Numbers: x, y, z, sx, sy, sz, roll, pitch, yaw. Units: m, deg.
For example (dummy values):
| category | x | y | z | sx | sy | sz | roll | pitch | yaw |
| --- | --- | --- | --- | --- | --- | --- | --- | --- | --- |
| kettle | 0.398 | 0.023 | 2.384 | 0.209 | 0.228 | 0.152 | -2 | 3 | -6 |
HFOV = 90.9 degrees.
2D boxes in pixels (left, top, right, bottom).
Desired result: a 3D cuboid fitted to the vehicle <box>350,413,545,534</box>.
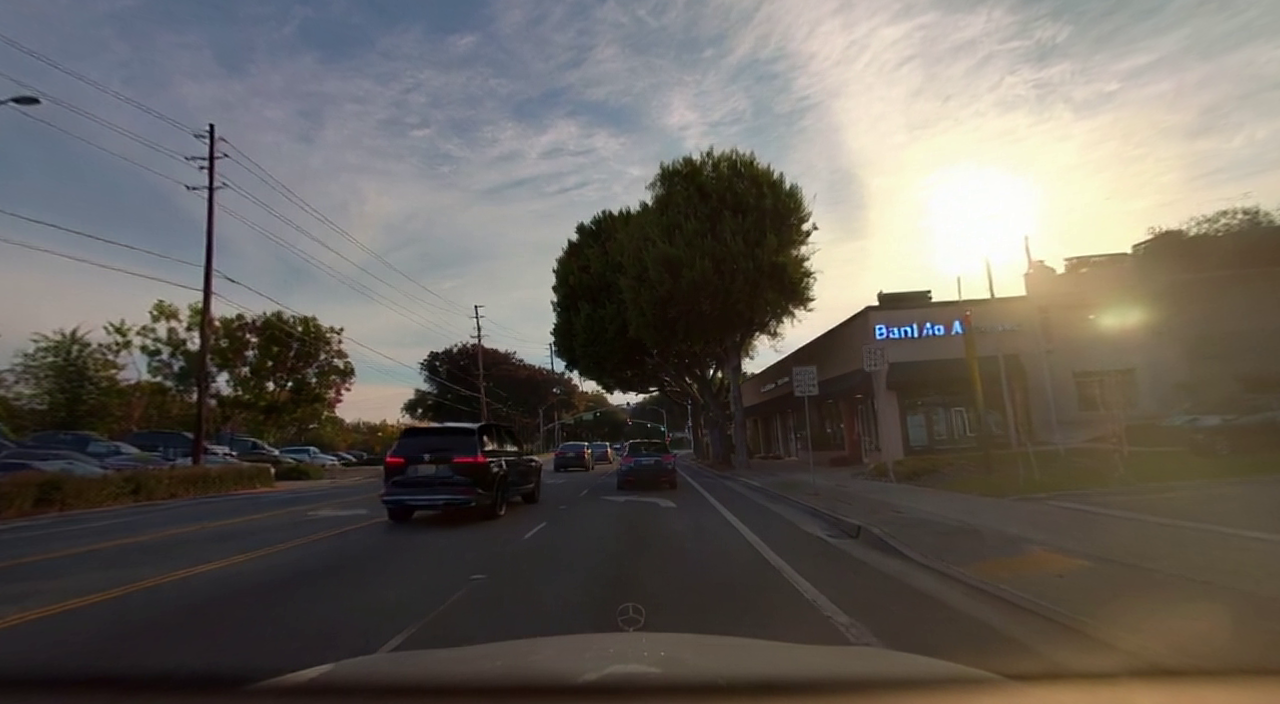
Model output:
| category | x | y | z | sx | sy | sz | roll | pitch | yaw |
| --- | --- | --- | --- | --- | --- | --- | --- | --- | --- |
| vehicle | -3.398 | 2.271 | 12.478 | 2.064 | 1.859 | 5.154 | 0 | -8 | 2 |

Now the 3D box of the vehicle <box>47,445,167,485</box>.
| category | x | y | z | sx | sy | sz | roll | pitch | yaw |
| --- | --- | --- | --- | --- | --- | --- | --- | --- | --- |
| vehicle | -29.304 | 6.193 | 34.751 | 4.703 | 2.084 | 2.143 | 0 | -9 | 4 |

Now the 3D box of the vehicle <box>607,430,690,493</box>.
| category | x | y | z | sx | sy | sz | roll | pitch | yaw |
| --- | --- | --- | --- | --- | --- | --- | --- | --- | --- |
| vehicle | 0.221 | 3.115 | 18.291 | 2.108 | 1.612 | 4.246 | 0 | -8 | 0 |

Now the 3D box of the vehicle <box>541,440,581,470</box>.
| category | x | y | z | sx | sy | sz | roll | pitch | yaw |
| --- | --- | --- | --- | --- | --- | --- | --- | --- | --- |
| vehicle | -4.780 | 6.265 | 38.503 | 1.862 | 1.694 | 4.315 | 0 | -8 | 0 |

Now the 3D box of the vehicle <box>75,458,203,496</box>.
| category | x | y | z | sx | sy | sz | roll | pitch | yaw |
| --- | --- | --- | --- | --- | --- | --- | --- | --- | --- |
| vehicle | -23.033 | 5.725 | 29.250 | 1.862 | 1.468 | 4.708 | 0 | -8 | 4 |
